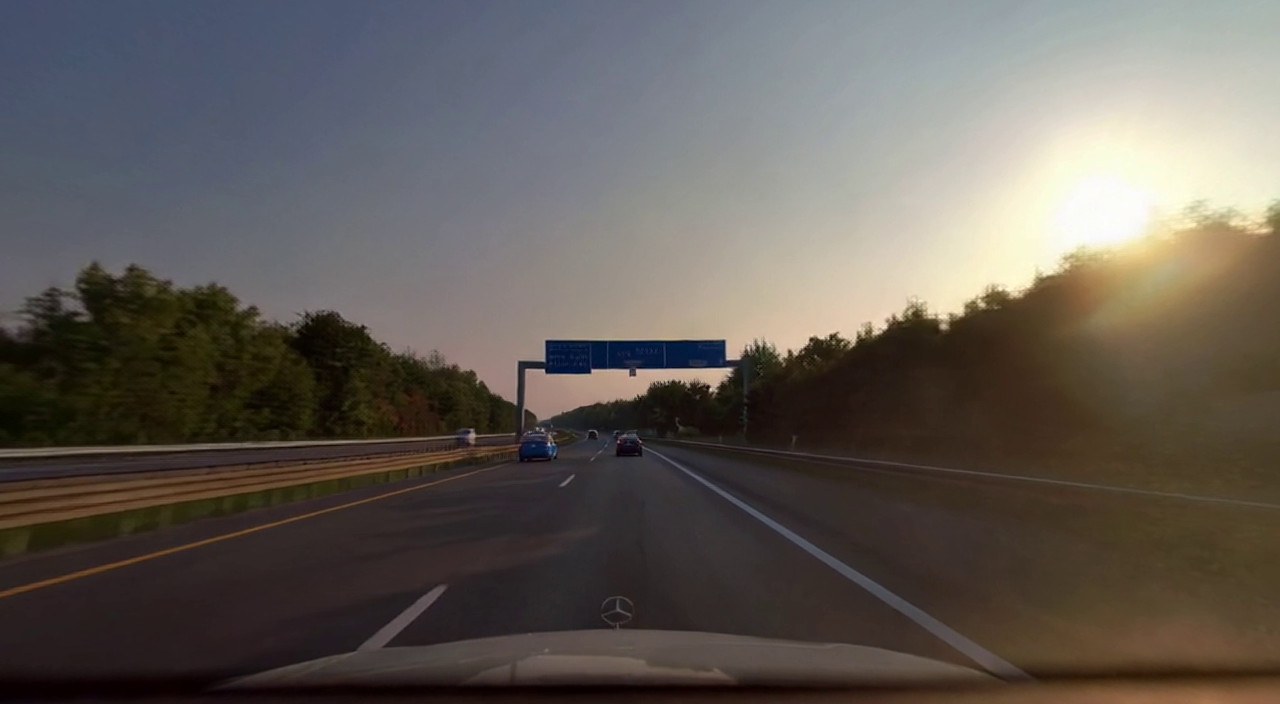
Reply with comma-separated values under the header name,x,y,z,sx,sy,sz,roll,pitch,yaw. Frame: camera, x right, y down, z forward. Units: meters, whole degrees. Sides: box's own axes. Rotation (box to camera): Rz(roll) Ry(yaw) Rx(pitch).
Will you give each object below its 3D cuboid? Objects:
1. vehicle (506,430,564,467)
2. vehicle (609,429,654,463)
name,x,y,z,sx,sy,sz,roll,pitch,yaw
vehicle,-4.604,4.313,28.296,1.975,1.518,4.242,0,-8,-1
vehicle,-0.489,4.762,32.237,2.162,1.616,4.242,0,-8,-2
